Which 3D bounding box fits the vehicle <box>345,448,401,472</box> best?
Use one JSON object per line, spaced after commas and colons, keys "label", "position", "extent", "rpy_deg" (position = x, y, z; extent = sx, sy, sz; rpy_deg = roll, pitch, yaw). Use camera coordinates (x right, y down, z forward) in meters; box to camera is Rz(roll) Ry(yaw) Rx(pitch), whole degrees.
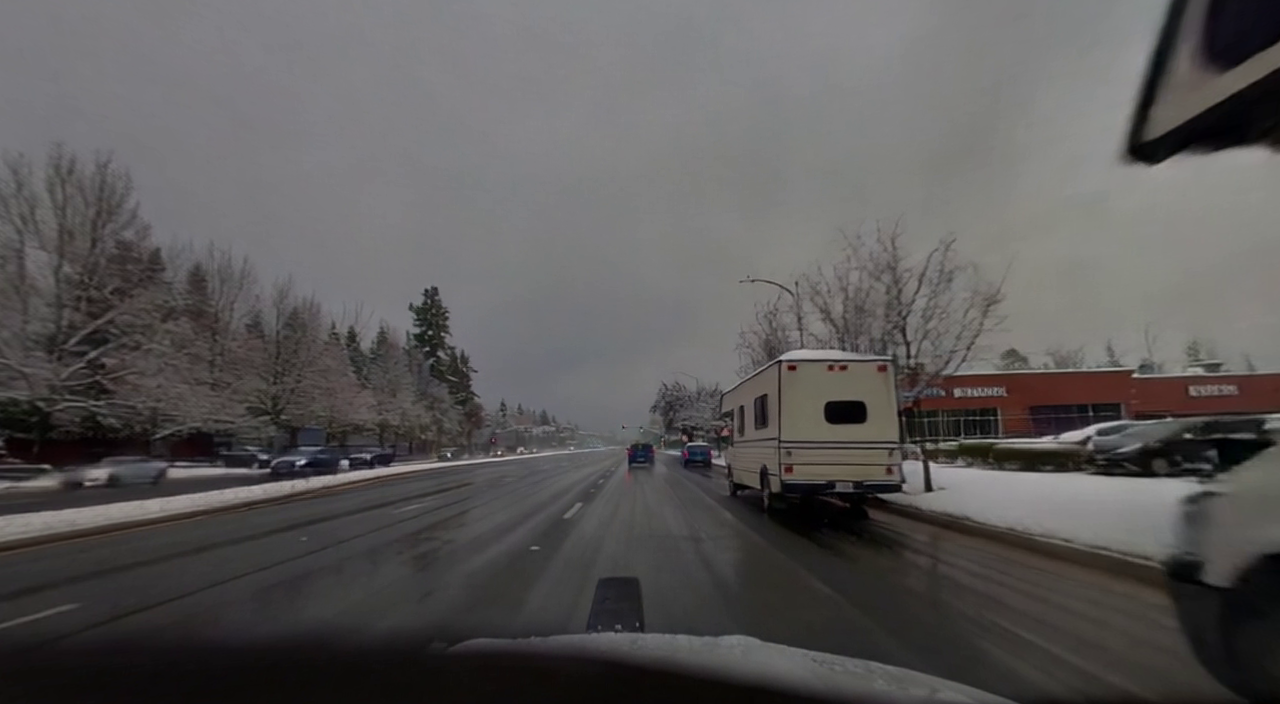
{"label": "vehicle", "position": [-17.931, 7.289, 42.675], "extent": [1.889, 1.507, 4.388], "rpy_deg": [0, -9, 0]}

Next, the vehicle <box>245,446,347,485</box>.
{"label": "vehicle", "position": [-14.740, 4.850, 27.356], "extent": [2.028, 1.535, 4.217], "rpy_deg": [0, -9, 0]}

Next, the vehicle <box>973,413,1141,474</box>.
{"label": "vehicle", "position": [13.925, 3.136, 21.454], "extent": [4.312, 1.647, 1.921], "rpy_deg": [-8, -10, 23]}

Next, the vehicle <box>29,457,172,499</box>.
{"label": "vehicle", "position": [-20.793, 4.841, 24.644], "extent": [1.796, 1.445, 4.236], "rpy_deg": [0, -9, 0]}

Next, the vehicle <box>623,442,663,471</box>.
{"label": "vehicle", "position": [0.125, 5.851, 35.425], "extent": [2.103, 1.506, 4.742], "rpy_deg": [0, -9, -1]}

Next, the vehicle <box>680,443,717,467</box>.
{"label": "vehicle", "position": [4.127, 7.346, 45.270], "extent": [2.060, 1.611, 4.675], "rpy_deg": [0, -9, -1]}

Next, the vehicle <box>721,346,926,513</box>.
{"label": "vehicle", "position": [4.072, 2.132, 16.337], "extent": [2.924, 3.250, 7.780], "rpy_deg": [-1, -9, 0]}

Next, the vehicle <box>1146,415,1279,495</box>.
{"label": "vehicle", "position": [13.160, 2.042, 12.654], "extent": [4.140, 1.465, 2.072], "rpy_deg": [-1, -9, 3]}
